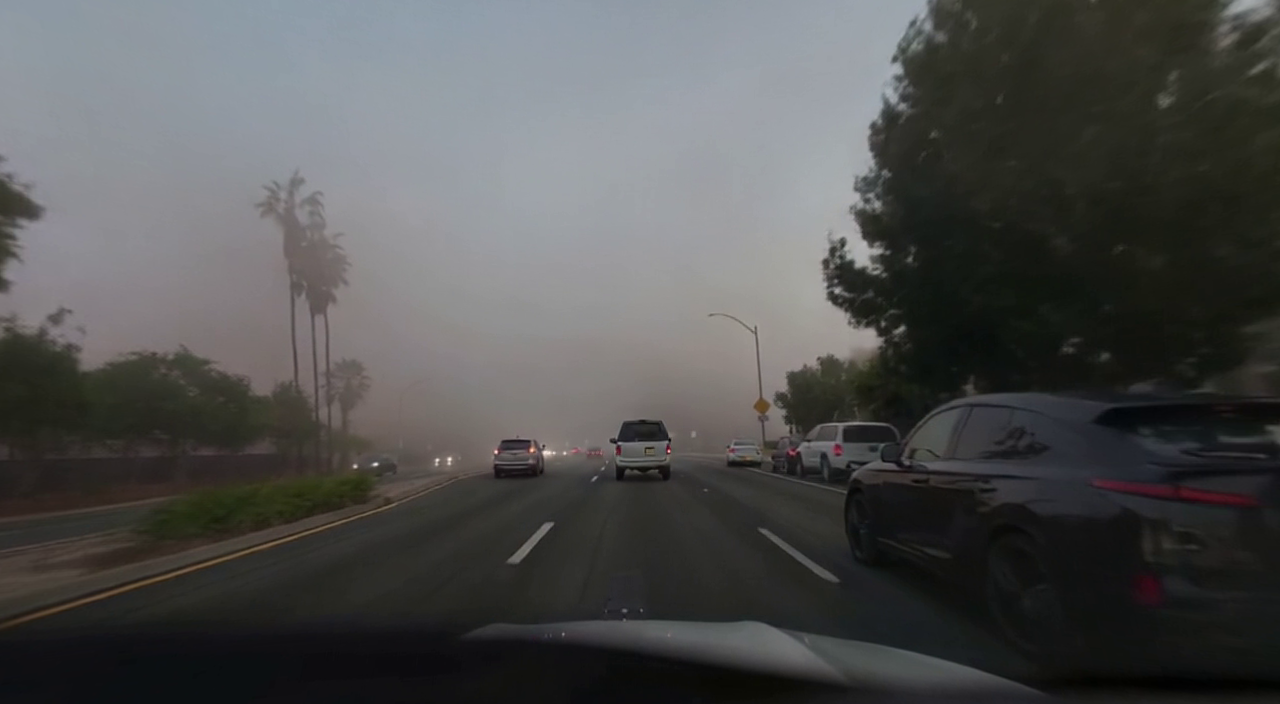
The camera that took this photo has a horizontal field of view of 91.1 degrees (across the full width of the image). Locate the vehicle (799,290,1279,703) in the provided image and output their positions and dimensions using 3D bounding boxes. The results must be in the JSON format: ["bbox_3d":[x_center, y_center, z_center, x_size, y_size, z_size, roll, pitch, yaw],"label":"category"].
[{"bbox_3d":[3.410,1.138,4.990,2.576,1.815,6.267,0,-9,-1],"label":"vehicle"}]

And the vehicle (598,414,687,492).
[{"bbox_3d":[-0.095,3.277,20.688,2.507,2.161,6.049,1,-9,-3],"label":"vehicle"}]

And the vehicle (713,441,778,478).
[{"bbox_3d":[4.299,4.469,26.409,2.178,1.411,4.732,0,-9,3],"label":"vehicle"}]

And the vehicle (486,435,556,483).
[{"bbox_3d":[-4.543,4.151,24.621,2.235,1.682,4.662,1,-9,-5],"label":"vehicle"}]

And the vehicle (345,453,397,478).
[{"bbox_3d":[-19.467,8.183,45.630,2.048,1.679,4.356,0,-9,-3],"label":"vehicle"}]
